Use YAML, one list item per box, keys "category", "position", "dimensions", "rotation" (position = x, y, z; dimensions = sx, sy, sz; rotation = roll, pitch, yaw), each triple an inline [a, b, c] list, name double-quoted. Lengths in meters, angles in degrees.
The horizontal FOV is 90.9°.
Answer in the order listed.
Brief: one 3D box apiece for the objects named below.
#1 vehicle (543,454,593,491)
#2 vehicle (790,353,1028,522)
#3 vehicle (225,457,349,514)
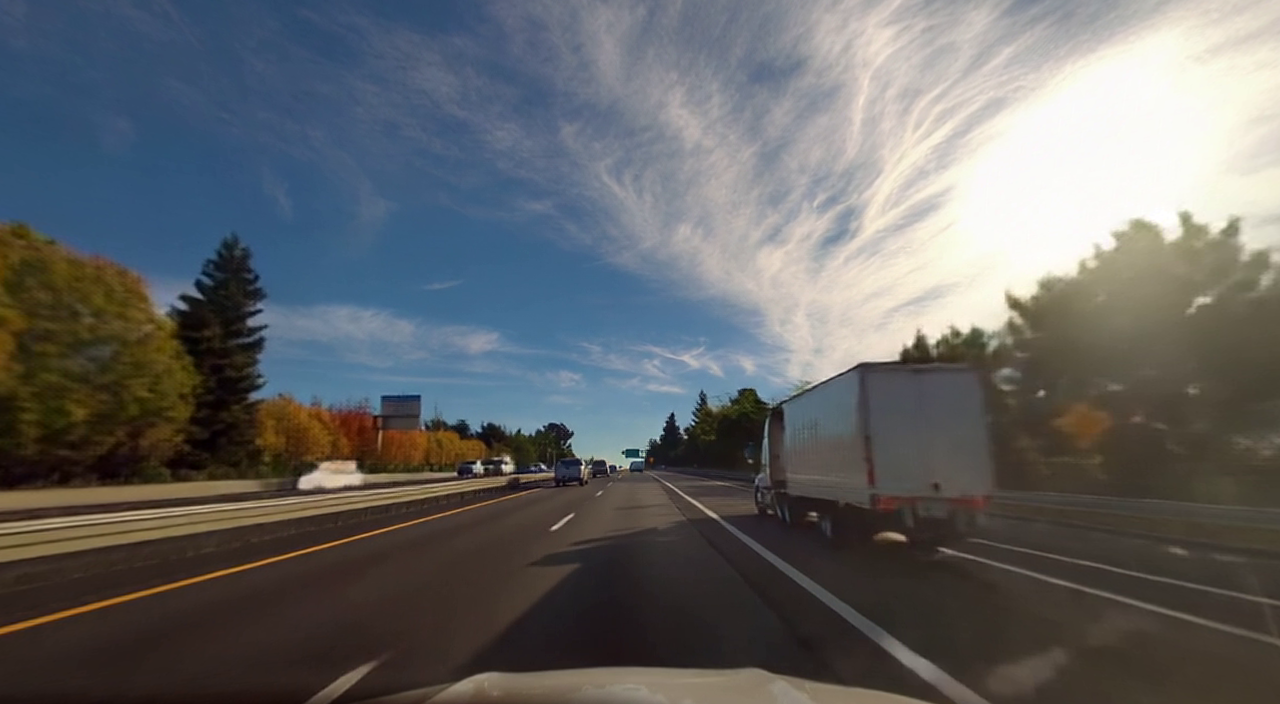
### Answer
- category: "vehicle"
  position: [-3.991, 6.837, 35.839]
  dimensions: [2.272, 1.873, 4.832]
  rotation: [1, -10, 0]
- category: "vehicle"
  position: [7.542, 3.012, 19.851]
  dimensions: [3.235, 4.088, 9.243]
  rotation: [0, -12, 0]
- category: "vehicle"
  position: [-11.842, 4.488, 21.487]
  dimensions: [1.891, 1.730, 3.977]
  rotation: [1, -10, -1]
